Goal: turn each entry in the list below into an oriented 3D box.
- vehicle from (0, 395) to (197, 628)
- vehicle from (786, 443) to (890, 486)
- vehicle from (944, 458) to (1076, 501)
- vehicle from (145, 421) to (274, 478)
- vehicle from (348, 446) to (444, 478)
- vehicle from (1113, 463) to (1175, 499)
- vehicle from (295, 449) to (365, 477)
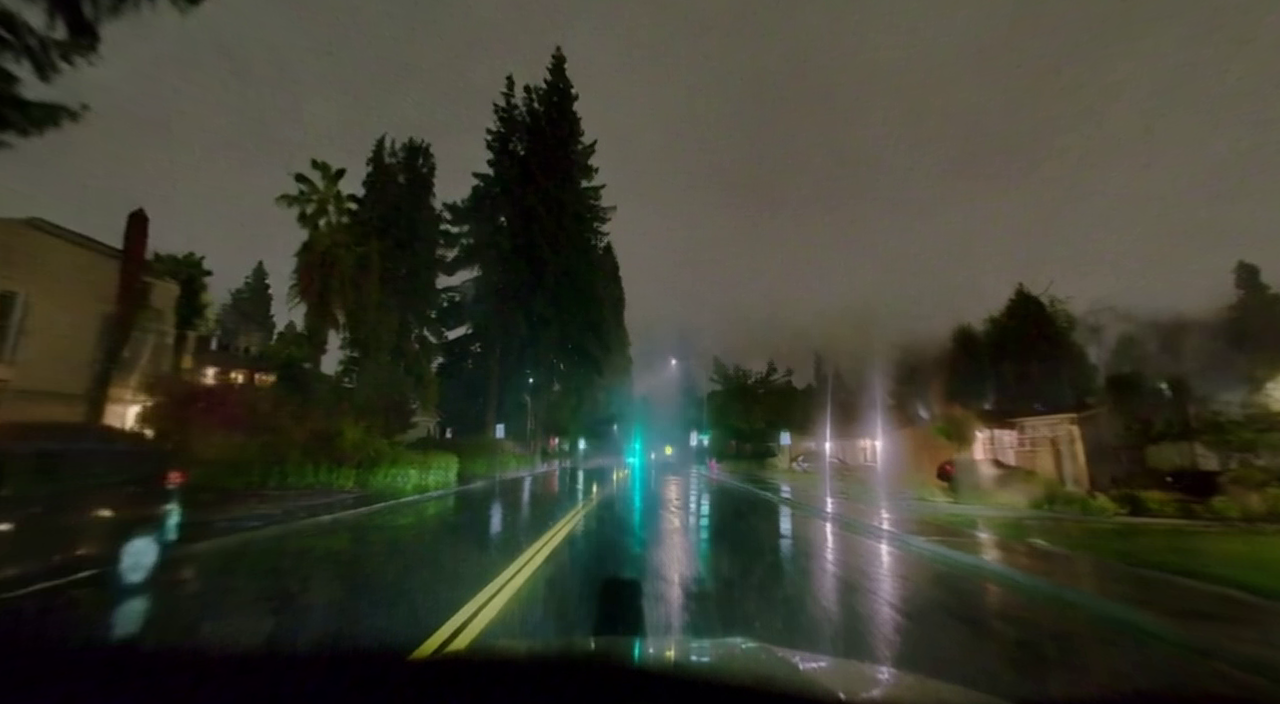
[{"bbox_3d":[-5.913,1.299,4.721,1.924,1.765,4.542,-7,-13,0],"label":"vehicle"},{"bbox_3d":[10.839,6.159,34.626,4.854,1.771,2.123,-12,-12,28],"label":"vehicle"},{"bbox_3d":[14.477,4.991,24.958,4.231,1.493,1.941,-5,-10,28],"label":"vehicle"},{"bbox_3d":[-17.498,4.007,25.638,4.918,1.918,2.002,-8,-11,24],"label":"vehicle"},{"bbox_3d":[-15.628,6.999,40.271,6.072,1.882,2.277,-5,-10,29],"label":"vehicle"},{"bbox_3d":[27.013,6.887,33.962,1.916,1.620,3.519,-4,-9,28],"label":"vehicle"},{"bbox_3d":[-21.372,7.617,43.450,4.507,1.774,1.923,-5,-10,27],"label":"vehicle"}]
